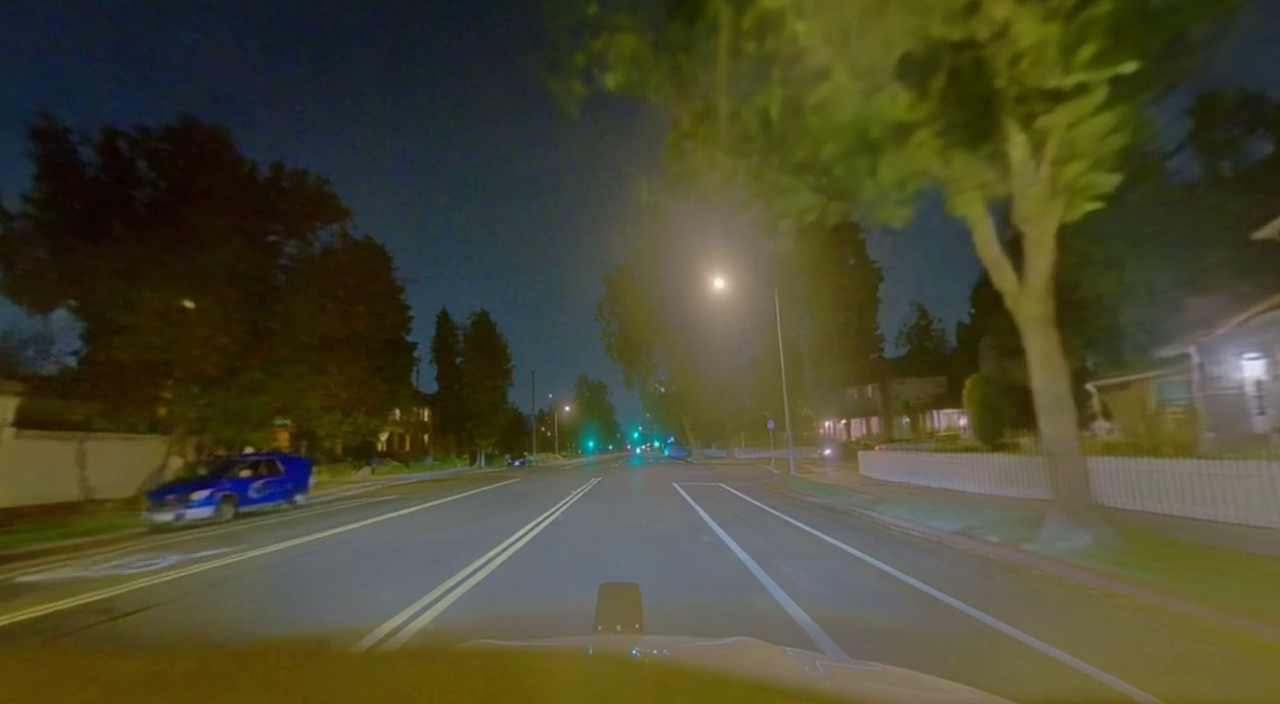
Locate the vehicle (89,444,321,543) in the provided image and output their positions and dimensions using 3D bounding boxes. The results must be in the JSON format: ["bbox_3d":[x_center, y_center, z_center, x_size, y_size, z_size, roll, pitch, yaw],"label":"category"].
[{"bbox_3d":[-11.130,3.566,16.940,2.241,1.944,5.709,-4,-8,0],"label":"vehicle"}]

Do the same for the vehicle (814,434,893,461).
[{"bbox_3d":[14.345,6.463,42.739,4.635,1.706,1.954,0,-9,2],"label":"vehicle"}]
